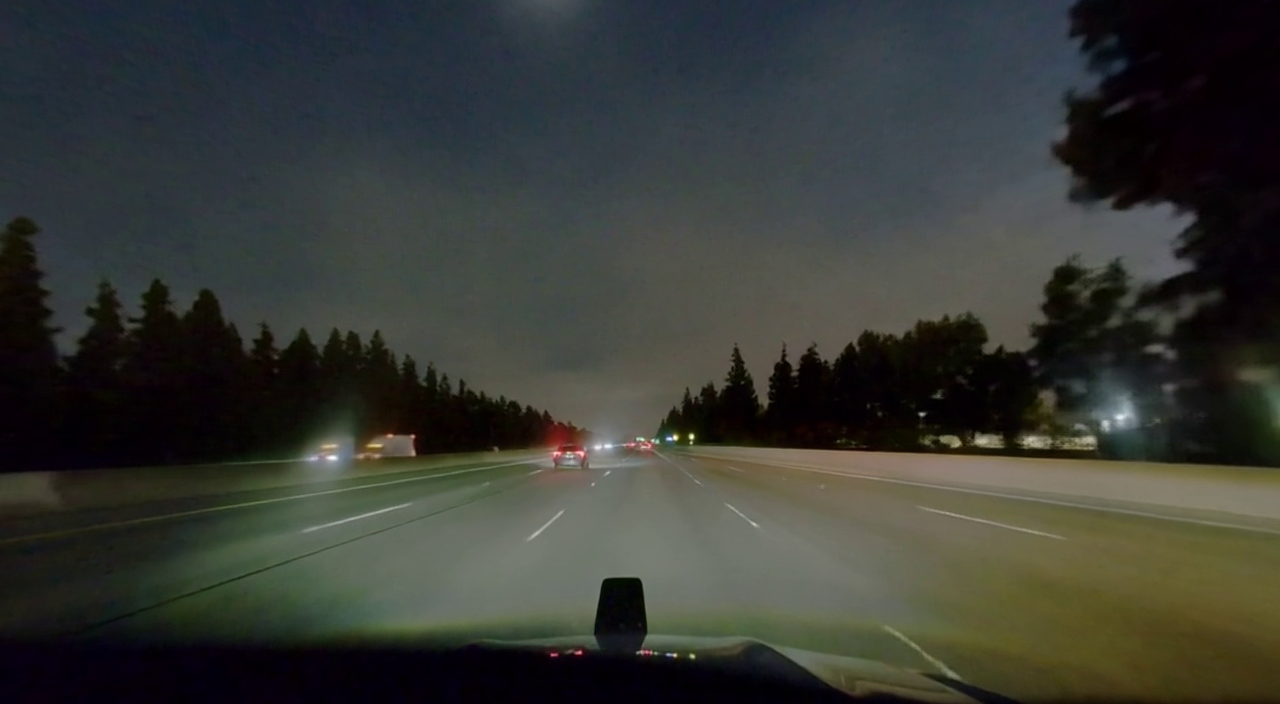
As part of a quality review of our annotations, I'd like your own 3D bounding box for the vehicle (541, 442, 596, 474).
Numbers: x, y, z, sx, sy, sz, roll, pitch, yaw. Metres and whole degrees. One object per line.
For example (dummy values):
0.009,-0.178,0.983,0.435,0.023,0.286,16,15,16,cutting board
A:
-3.430,5.177,31.079,2.128,1.450,4.078,0,-8,1,vehicle
